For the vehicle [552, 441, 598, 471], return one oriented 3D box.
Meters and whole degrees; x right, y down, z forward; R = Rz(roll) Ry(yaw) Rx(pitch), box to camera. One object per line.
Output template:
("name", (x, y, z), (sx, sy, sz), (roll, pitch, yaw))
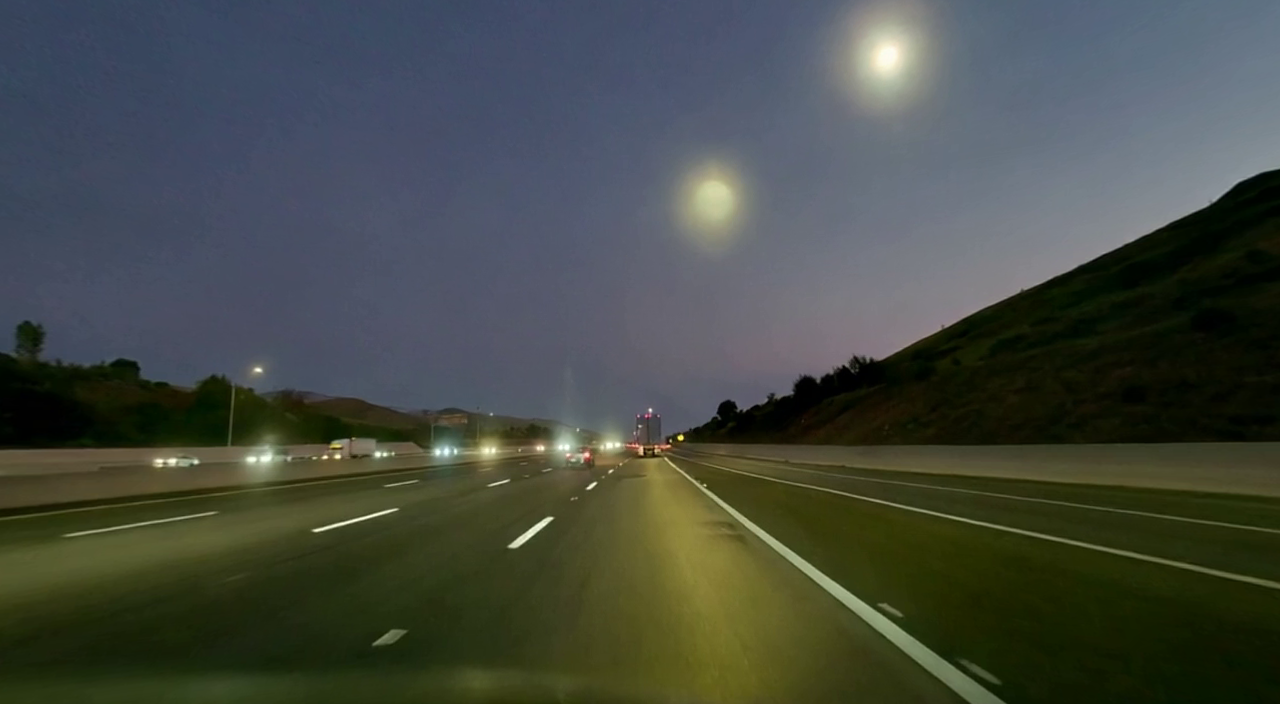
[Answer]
("vehicle", (-3.431, 5.616, 34.164), (1.983, 1.508, 4.060), (0, -8, 1))
